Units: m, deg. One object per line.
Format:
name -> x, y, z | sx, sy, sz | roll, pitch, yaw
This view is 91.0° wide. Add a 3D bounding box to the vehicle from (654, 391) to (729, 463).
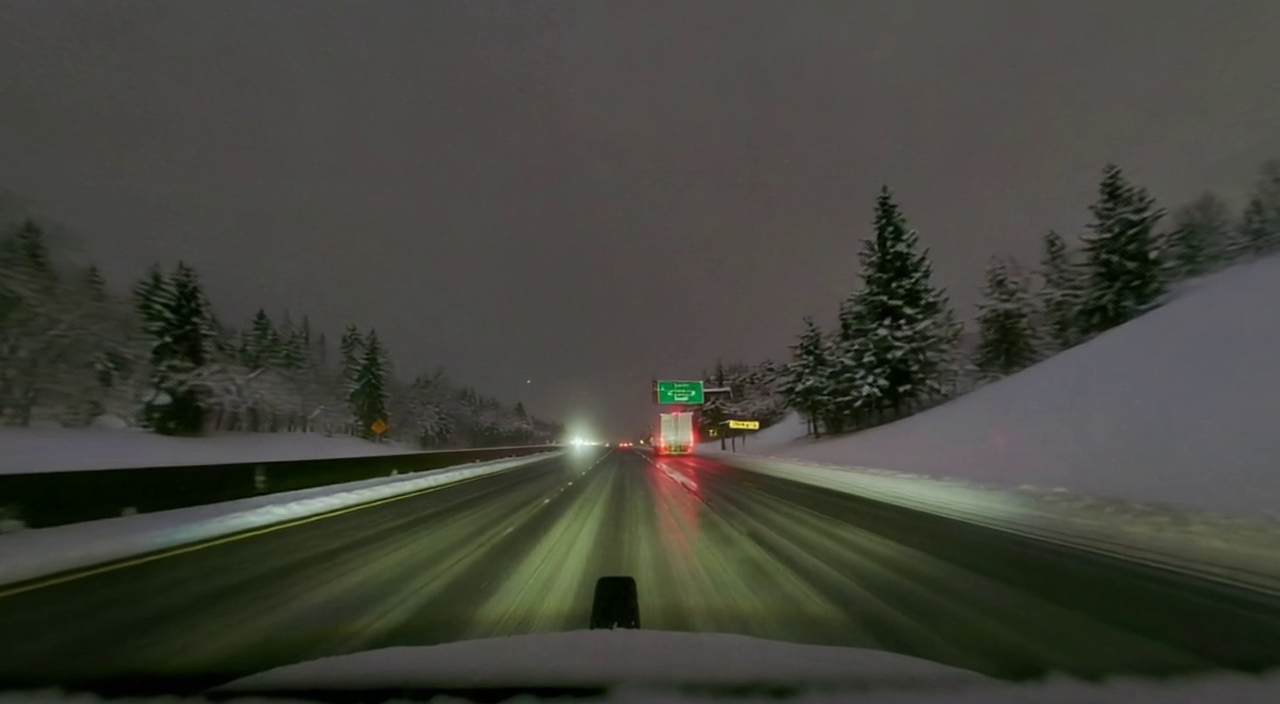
vehicle -> 3.110, 5.096, 41.825 | 3.828, 4.143, 10.369 | 0, -8, -2
